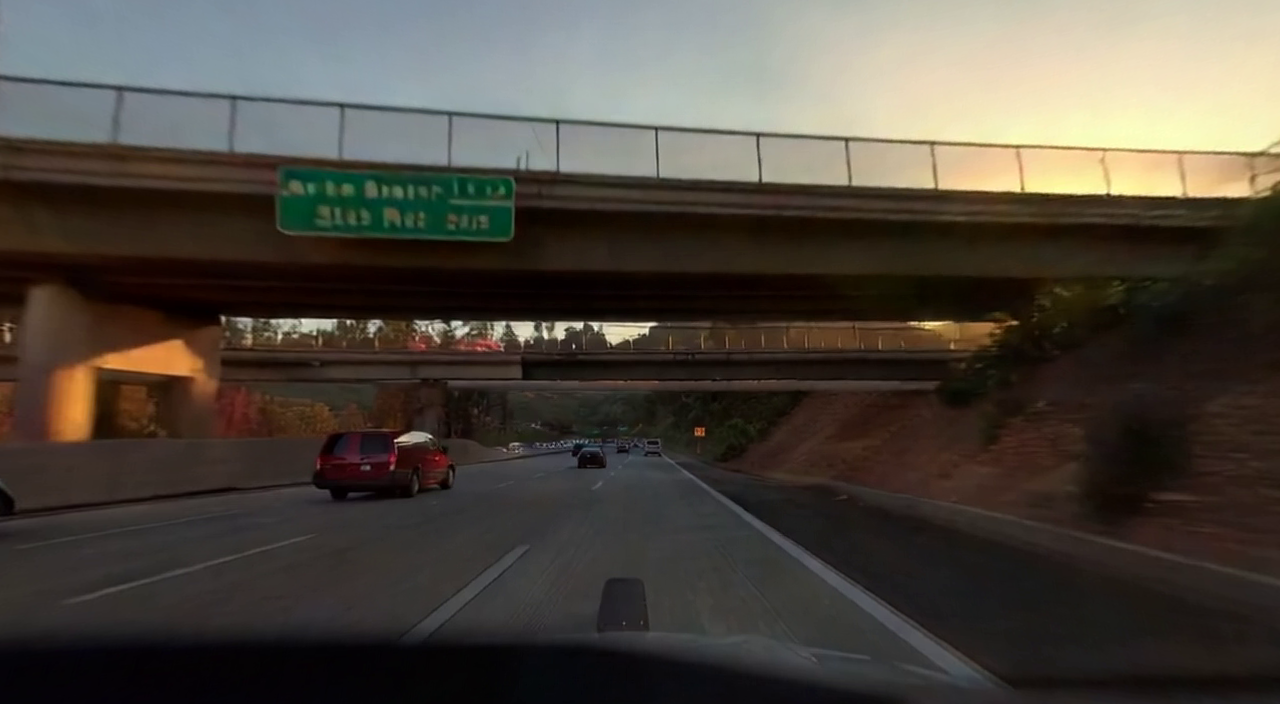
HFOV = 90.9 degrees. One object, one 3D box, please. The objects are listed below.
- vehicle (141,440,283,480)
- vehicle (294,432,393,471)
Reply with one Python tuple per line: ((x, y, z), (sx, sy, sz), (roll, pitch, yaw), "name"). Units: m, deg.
((-19.893, 5.034, 29.774), (2.477, 1.667, 5.834), (0, -8, 2), "vehicle")
((-15.910, 5.379, 34.383), (2.291, 1.899, 6.339), (0, -8, 1), "vehicle")
